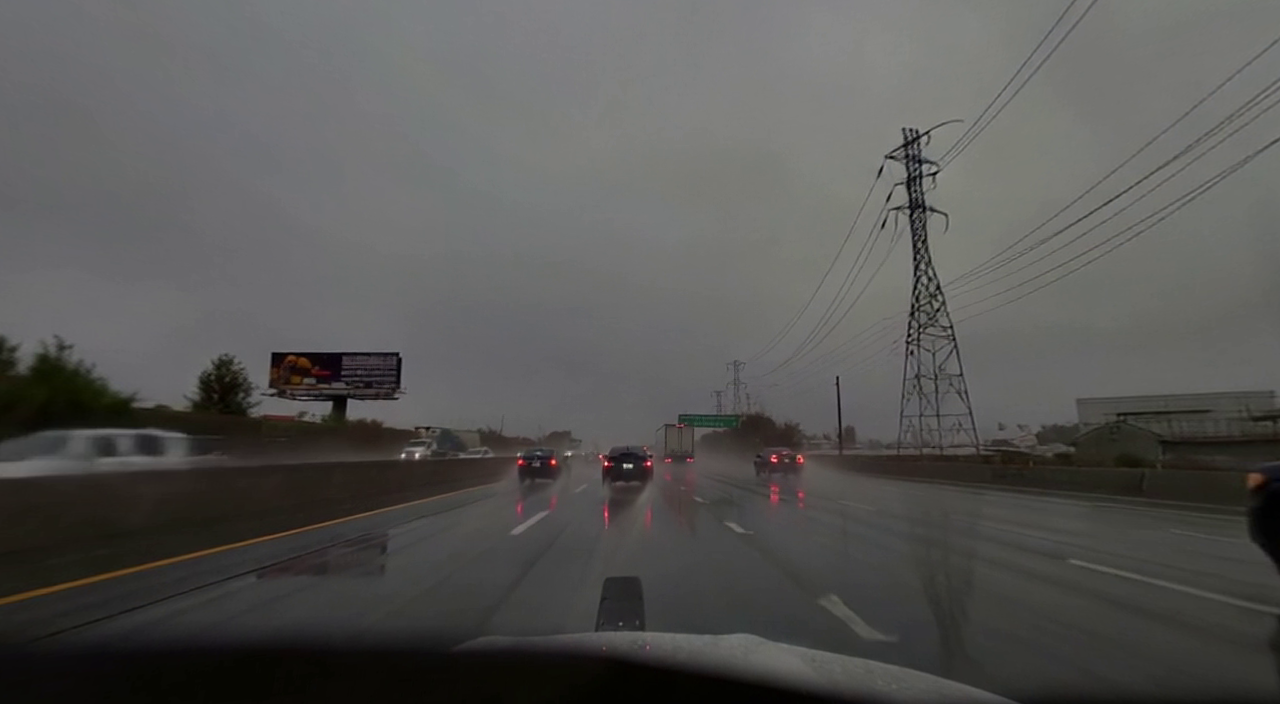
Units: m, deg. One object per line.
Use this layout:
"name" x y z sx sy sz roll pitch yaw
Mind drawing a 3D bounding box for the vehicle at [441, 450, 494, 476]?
"vehicle" -10.749 6.944 39.629 2.008 1.500 4.376 0 -9 1

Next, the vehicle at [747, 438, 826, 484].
"vehicle" 6.767 5.111 29.919 2.302 1.973 5.502 0 -9 -1

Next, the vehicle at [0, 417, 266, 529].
"vehicle" -10.520 2.332 12.790 2.244 1.729 5.864 0 -9 1

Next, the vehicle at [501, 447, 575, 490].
"vehicle" -3.834 4.470 24.583 2.025 1.498 4.675 0 -9 1

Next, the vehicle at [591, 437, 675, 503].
"vehicle" -0.207 3.393 18.536 2.191 1.685 4.015 0 -9 -1
